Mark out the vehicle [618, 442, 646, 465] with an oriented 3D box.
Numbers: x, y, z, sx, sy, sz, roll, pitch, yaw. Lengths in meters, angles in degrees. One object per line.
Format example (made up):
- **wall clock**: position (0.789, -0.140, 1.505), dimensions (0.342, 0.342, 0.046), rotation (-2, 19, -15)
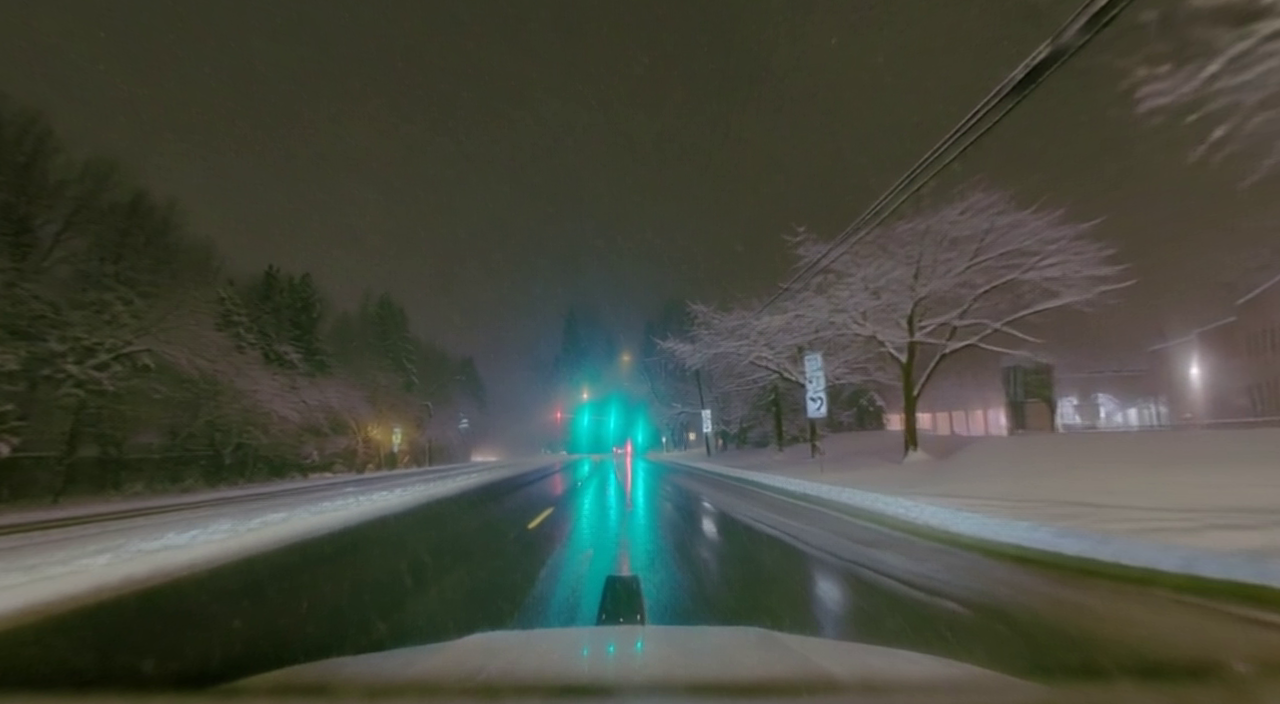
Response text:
- **vehicle**: position (-0.613, 7.628, 47.503), dimensions (2.045, 1.613, 4.210), rotation (0, -8, -1)
